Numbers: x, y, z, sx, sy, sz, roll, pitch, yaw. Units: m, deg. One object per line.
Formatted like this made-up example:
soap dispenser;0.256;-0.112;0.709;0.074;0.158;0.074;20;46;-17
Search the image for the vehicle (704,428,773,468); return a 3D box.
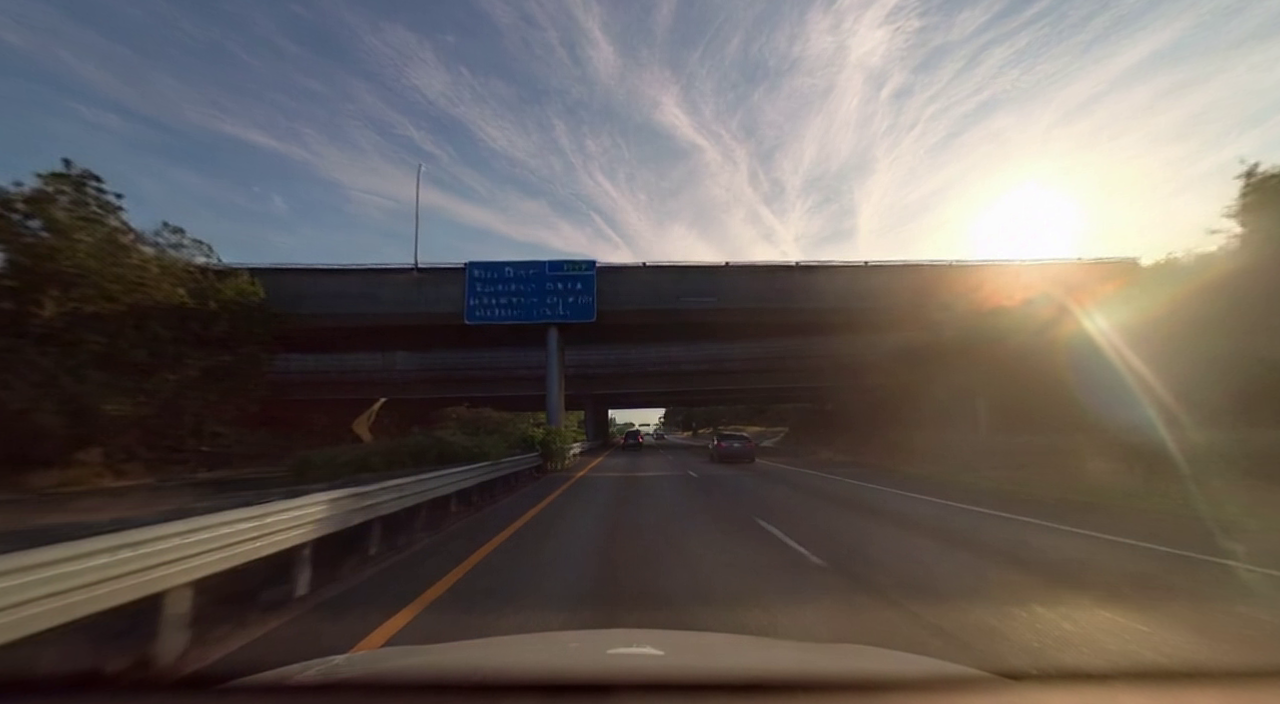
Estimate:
vehicle;4.027;3.996;26.527;2.010;1.526;4.438;0;-8;-2
